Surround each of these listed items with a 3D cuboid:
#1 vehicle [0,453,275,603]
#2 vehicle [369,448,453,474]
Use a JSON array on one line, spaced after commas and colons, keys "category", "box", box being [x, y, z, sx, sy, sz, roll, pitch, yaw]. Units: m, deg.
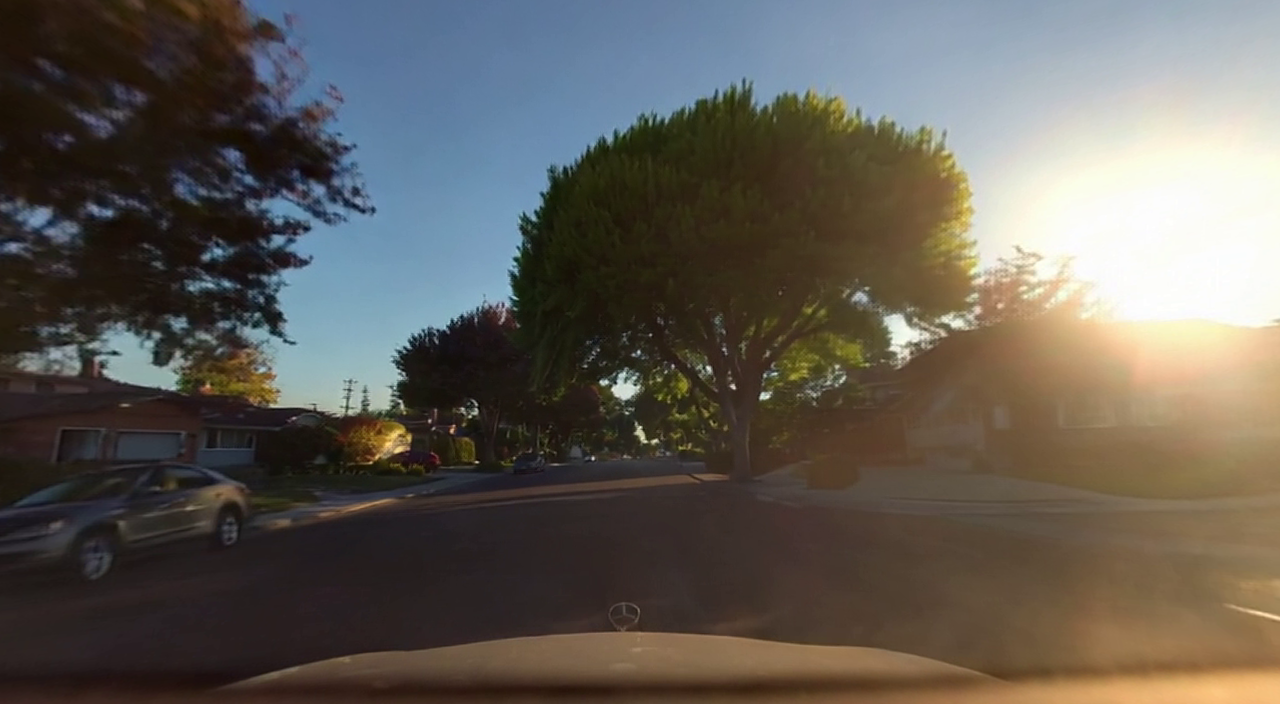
[{"category": "vehicle", "box": [-7.236, 2.224, 8.671, 1.938, 1.499, 4.290, -3, -9, -1]}, {"category": "vehicle", "box": [-15.379, 7.344, 42.424, 4.850, 1.676, 1.920, 0, -9, 2]}]
